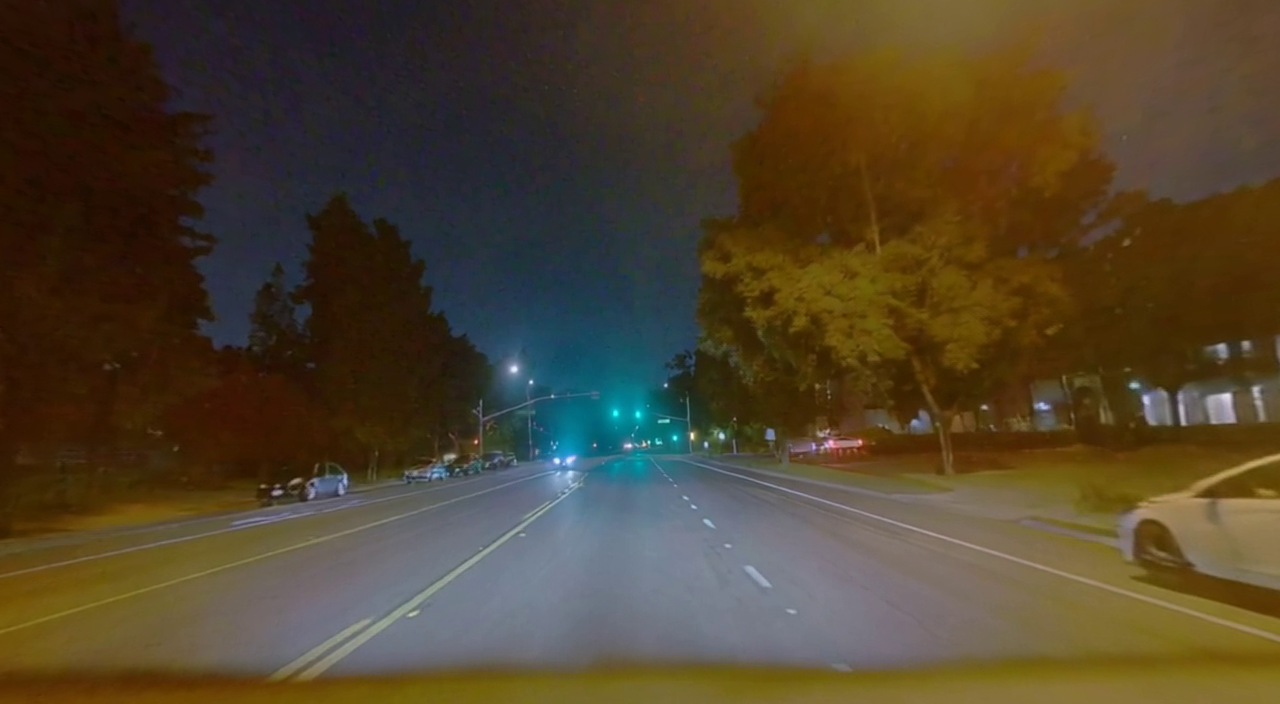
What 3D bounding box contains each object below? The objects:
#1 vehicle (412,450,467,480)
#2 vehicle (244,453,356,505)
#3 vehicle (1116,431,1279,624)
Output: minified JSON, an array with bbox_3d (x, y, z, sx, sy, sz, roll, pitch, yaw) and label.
[{"bbox_3d":[-13.061,7.321,41.411,2.121,1.791,4.871,0,-9,-2],"label":"vehicle"},{"bbox_3d":[-12.953,4.805,24.402,1.916,1.754,4.337,0,-9,-1],"label":"vehicle"},{"bbox_3d":[5.827,1.242,4.195,1.892,1.452,4.327,0,-9,-1],"label":"vehicle"}]
